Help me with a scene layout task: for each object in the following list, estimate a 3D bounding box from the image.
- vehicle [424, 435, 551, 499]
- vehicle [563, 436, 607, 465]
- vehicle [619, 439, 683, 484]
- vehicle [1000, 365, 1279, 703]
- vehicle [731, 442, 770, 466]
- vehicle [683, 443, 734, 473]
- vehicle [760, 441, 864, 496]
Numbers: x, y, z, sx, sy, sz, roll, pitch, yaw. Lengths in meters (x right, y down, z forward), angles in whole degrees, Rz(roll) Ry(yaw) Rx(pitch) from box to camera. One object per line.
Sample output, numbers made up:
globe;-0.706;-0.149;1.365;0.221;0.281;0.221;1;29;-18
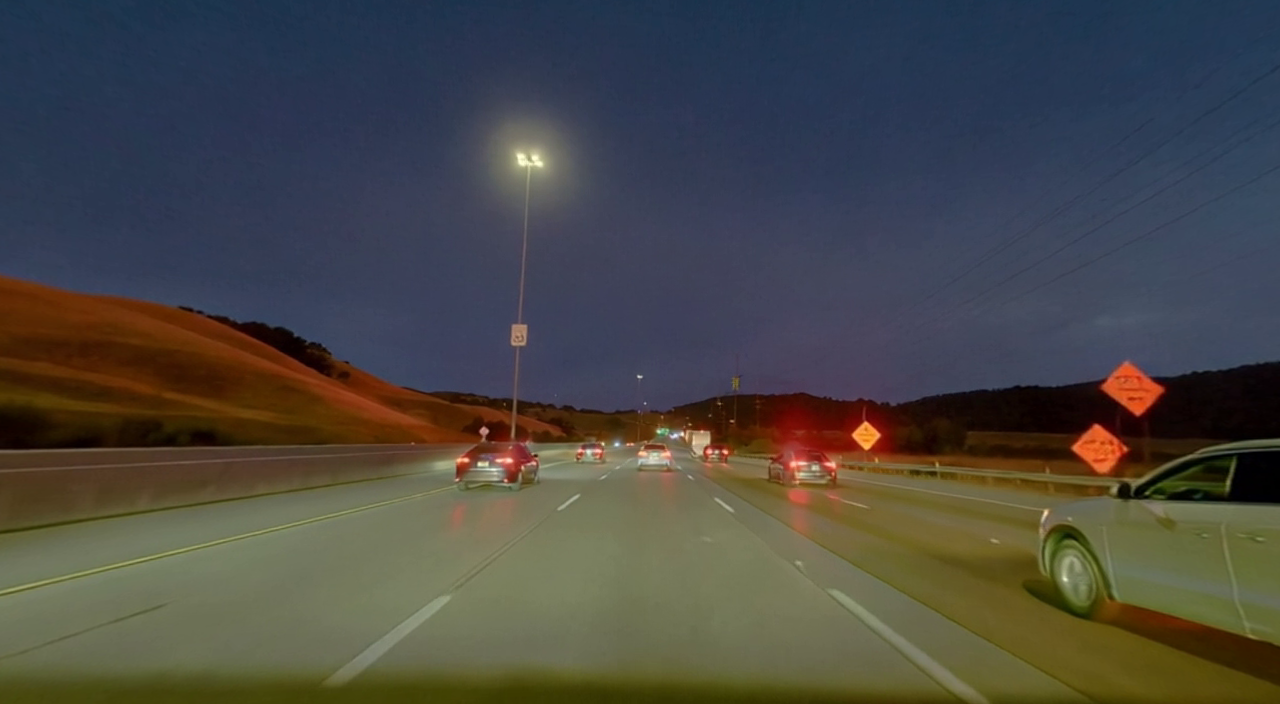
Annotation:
vehicle;-3.806;2.965;16.631;2.232;1.438;4.163;0;-8;1
vehicle;-3.289;6.019;38.714;2.234;1.675;4.527;0;-8;1
vehicle;0.374;3.992;23.320;2.138;1.473;4.392;0;-8;0
vehicle;3.864;0.864;2.595;2.018;1.670;4.658;0;-8;1
vehicle;8.173;7.607;47.131;2.042;1.684;4.609;0;-8;0
vehicle;3.530;5.531;33.202;2.177;1.453;4.205;0;-8;0
vehicle;5.076;3.481;19.238;1.867;1.465;4.093;0;-8;-2
